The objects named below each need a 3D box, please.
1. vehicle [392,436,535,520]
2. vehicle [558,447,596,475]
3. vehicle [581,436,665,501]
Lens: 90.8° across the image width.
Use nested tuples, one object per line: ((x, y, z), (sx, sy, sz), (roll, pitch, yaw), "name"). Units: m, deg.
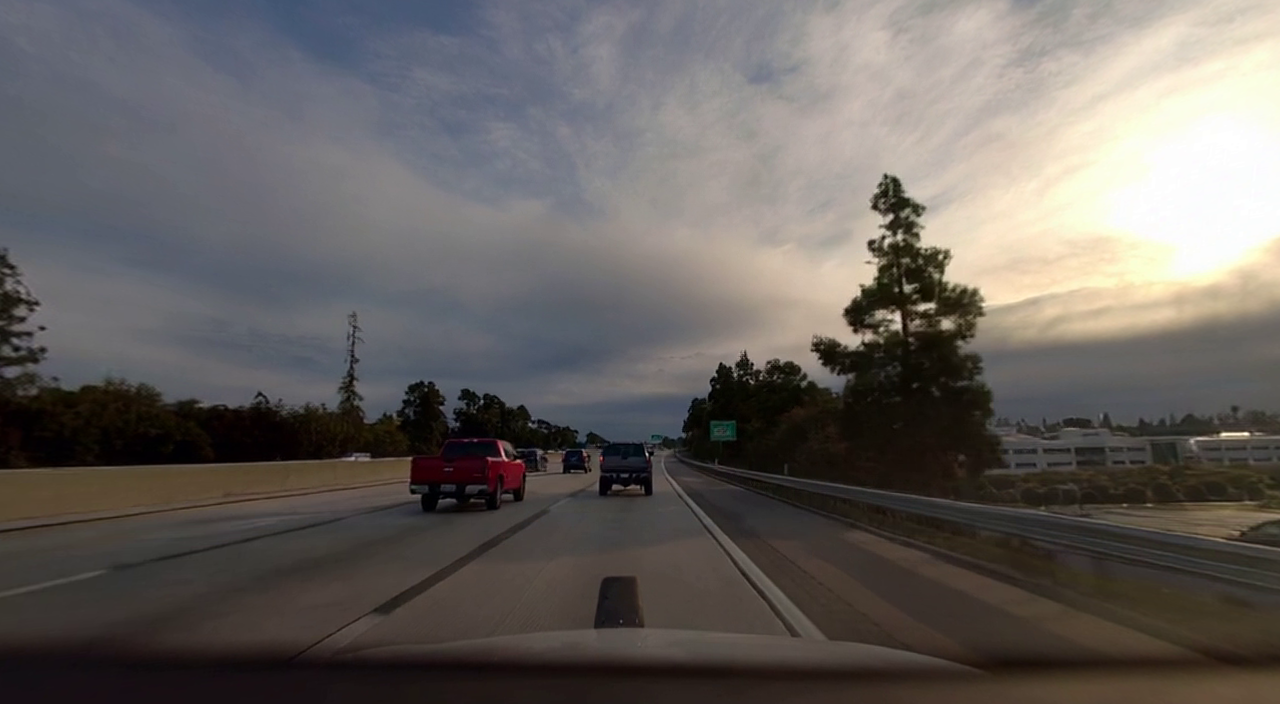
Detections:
((-4.084, 2.987, 15.672), (2.038, 1.704, 5.181), (0, -8, 0), "vehicle")
((-4.163, 7.295, 42.632), (1.991, 1.776, 4.333), (0, -8, 2), "vehicle")
((-0.448, 3.518, 19.574), (2.293, 1.753, 4.380), (0, -8, 1), "vehicle")
